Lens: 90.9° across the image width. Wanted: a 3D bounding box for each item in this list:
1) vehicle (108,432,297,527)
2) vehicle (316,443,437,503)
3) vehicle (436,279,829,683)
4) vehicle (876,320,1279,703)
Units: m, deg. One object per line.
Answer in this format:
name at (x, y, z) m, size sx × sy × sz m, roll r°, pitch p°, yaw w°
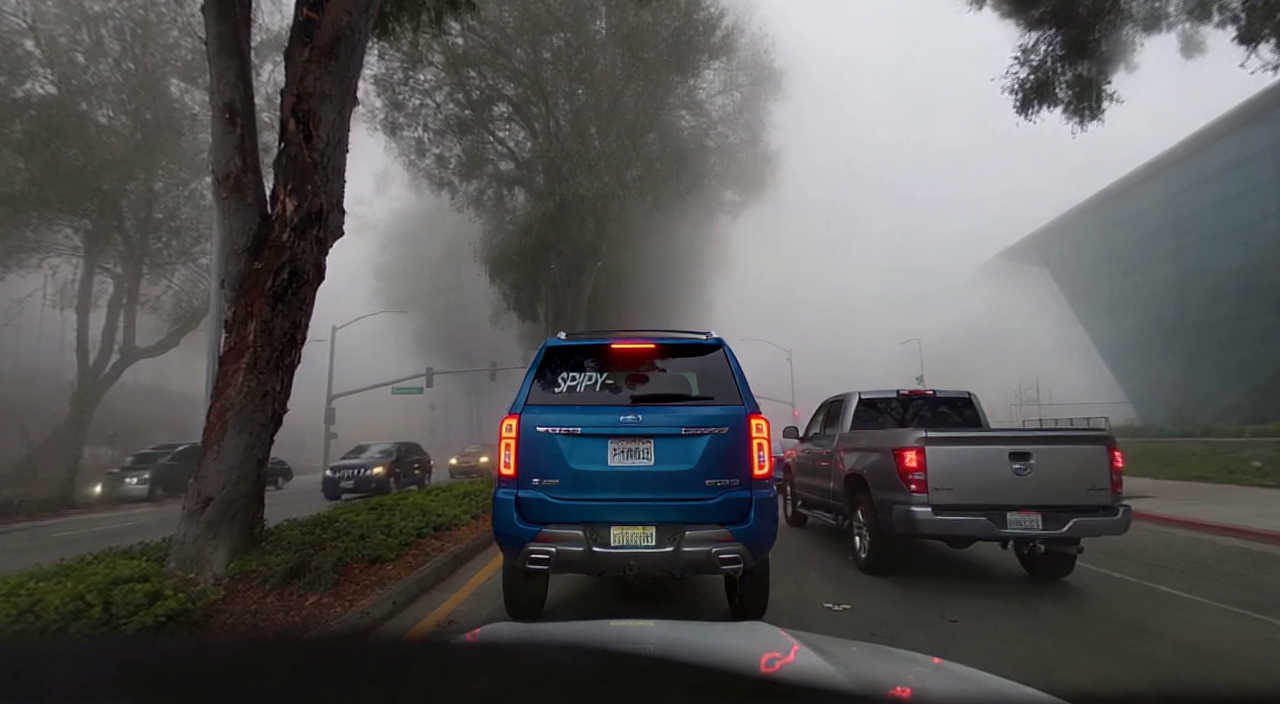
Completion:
vehicle at (-16.054, 4.624, 23.772) m, size 2.741 × 2.730 × 6.221 m, roll -7°, pitch -8°, yaw -1°
vehicle at (-9.125, 4.201, 22.388) m, size 2.128 × 1.868 × 4.863 m, roll 0°, pitch -8°, yaw 1°
vehicle at (0.014, 1.042, 5.971) m, size 2.267 × 2.372 × 4.366 m, roll 0°, pitch -8°, yaw 2°
vehicle at (3.076, 0.985, 3.460) m, size 2.022 × 1.700 × 4.410 m, roll 0°, pitch -8°, yaw 3°
